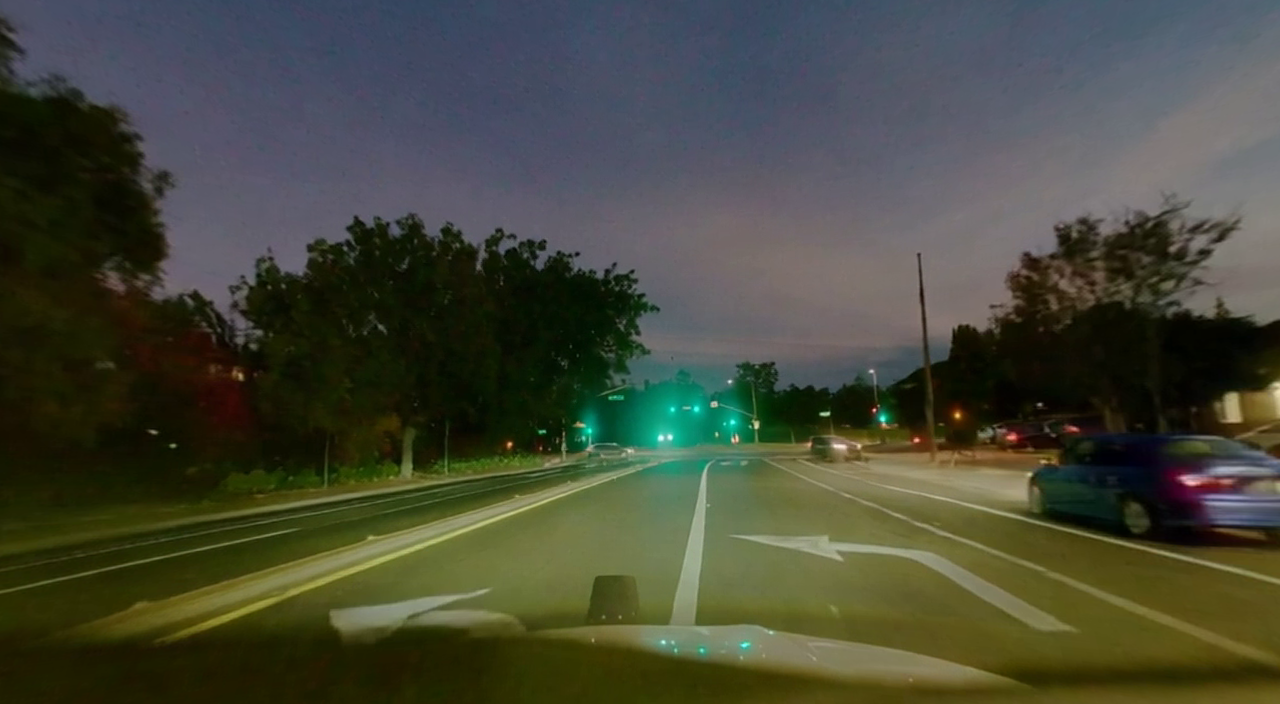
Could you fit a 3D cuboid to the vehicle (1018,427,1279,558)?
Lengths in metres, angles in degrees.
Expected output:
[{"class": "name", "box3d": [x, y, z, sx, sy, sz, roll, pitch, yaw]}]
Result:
[{"class": "vehicle", "box3d": [7.656, 1.874, 9.168, 1.917, 1.440, 4.335, -1, -8, 5]}]

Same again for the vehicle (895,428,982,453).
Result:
[{"class": "vehicle", "box3d": [19.697, 5.851, 41.873, 4.702, 1.595, 1.986, -1, -9, 6]}]
